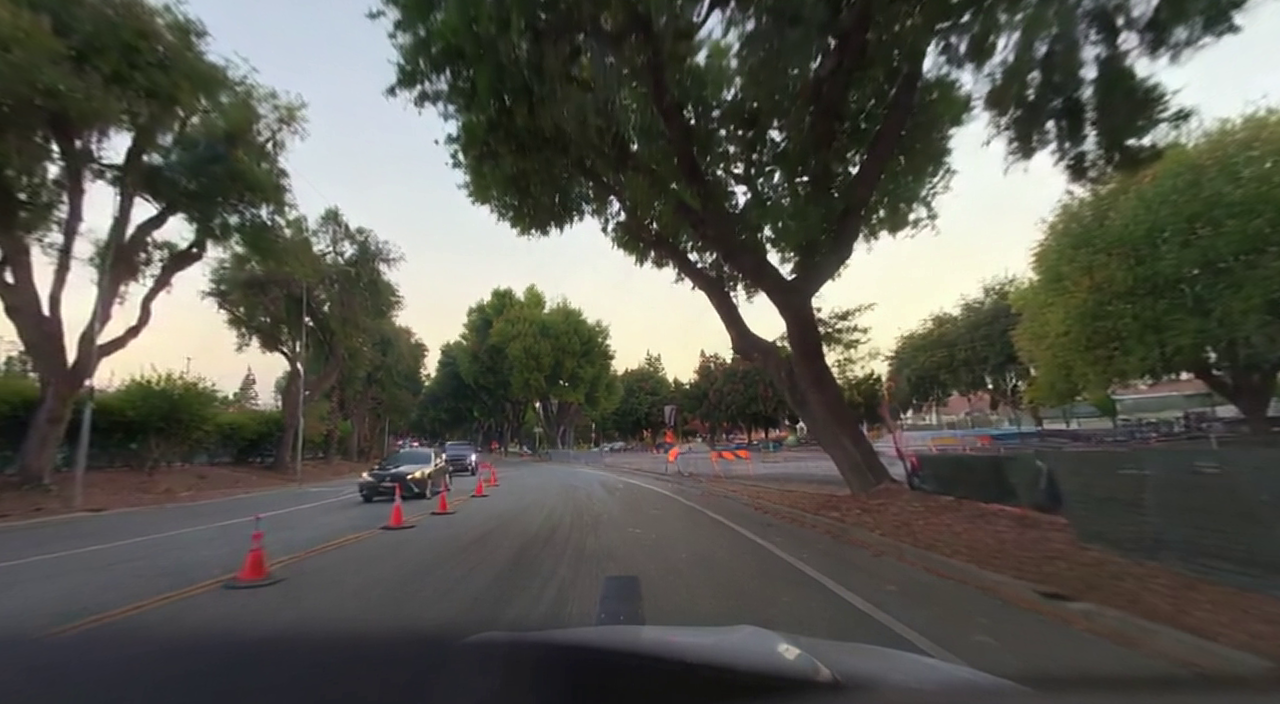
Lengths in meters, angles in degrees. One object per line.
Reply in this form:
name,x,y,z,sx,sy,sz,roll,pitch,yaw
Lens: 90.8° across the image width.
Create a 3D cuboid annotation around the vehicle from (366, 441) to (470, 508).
vehicle,-6.866,3.779,20.055,2.019,1.840,4.437,0,-9,-5
